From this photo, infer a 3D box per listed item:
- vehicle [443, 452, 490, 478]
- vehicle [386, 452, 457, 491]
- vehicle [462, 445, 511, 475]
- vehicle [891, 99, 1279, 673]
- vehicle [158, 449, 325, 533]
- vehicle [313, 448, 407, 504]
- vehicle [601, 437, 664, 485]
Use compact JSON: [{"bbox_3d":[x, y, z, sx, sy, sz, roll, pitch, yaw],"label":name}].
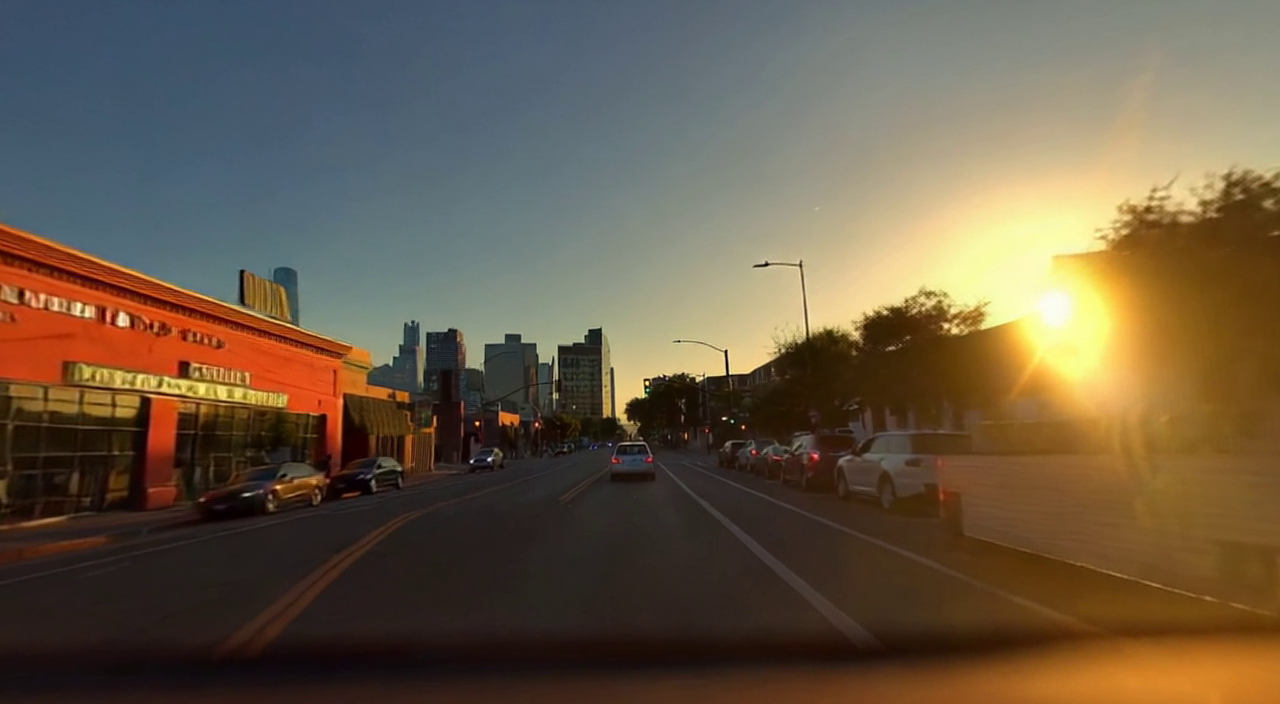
[{"bbox_3d":[-11.225,7.342,41.188,1.868,1.502,4.626,0,-8,-2],"label":"vehicle"},{"bbox_3d":[-11.233,6.138,32.866,1.920,1.498,4.591,-5,-6,1],"label":"vehicle"},{"bbox_3d":[-11.434,8.024,47.416,2.240,2.052,5.872,0,-8,0],"label":"vehicle"},{"bbox_3d":[5.429,0.514,6.054,2.893,3.553,7.295,0,-8,-1],"label":"vehicle"},{"bbox_3d":[-11.299,3.890,18.329,2.055,1.685,4.370,-5,-5,-1],"label":"vehicle"},{"bbox_3d":[-11.469,5.053,26.259,1.872,1.731,4.656,-4,-6,-2],"label":"vehicle"},{"bbox_3d":[-0.273,3.943,23.177,2.086,1.575,4.205,0,-8,-1],"label":"vehicle"}]
